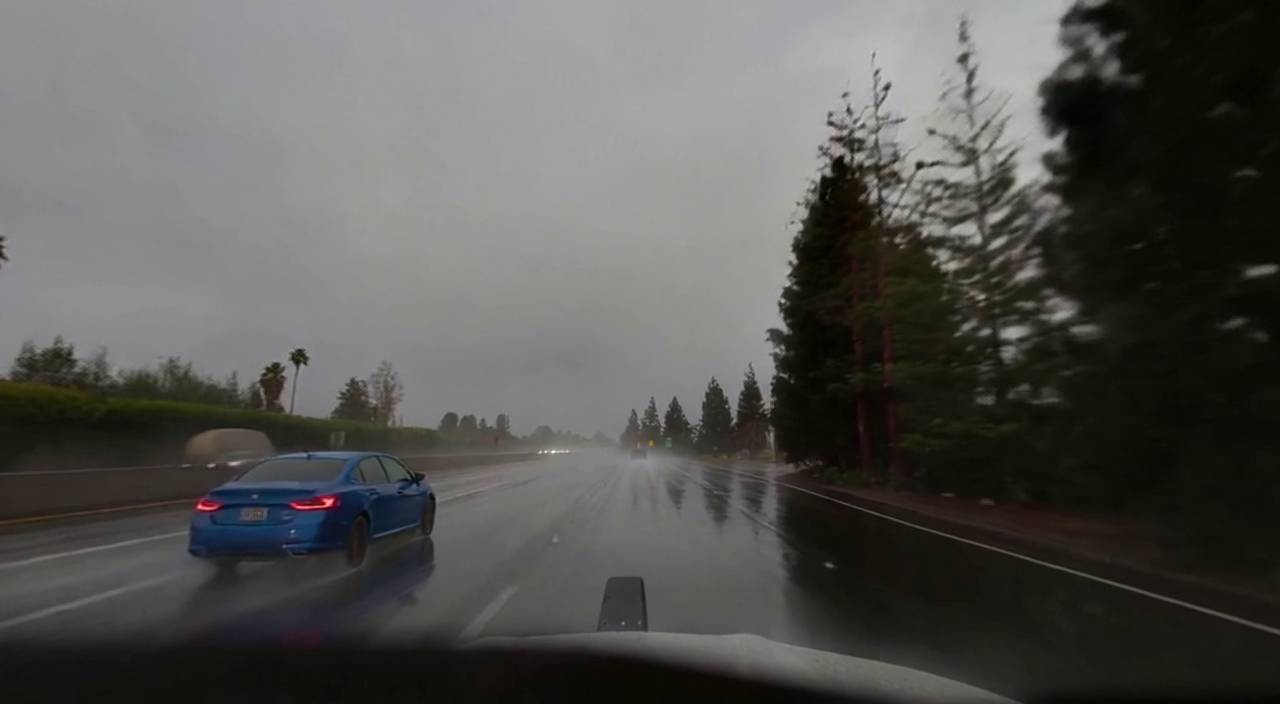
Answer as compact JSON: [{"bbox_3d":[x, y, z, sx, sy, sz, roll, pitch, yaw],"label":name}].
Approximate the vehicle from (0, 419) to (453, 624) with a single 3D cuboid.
[{"bbox_3d":[-3.974,1.656,7.282,2.092,1.562,4.748,0,-8,1],"label":"vehicle"}]
